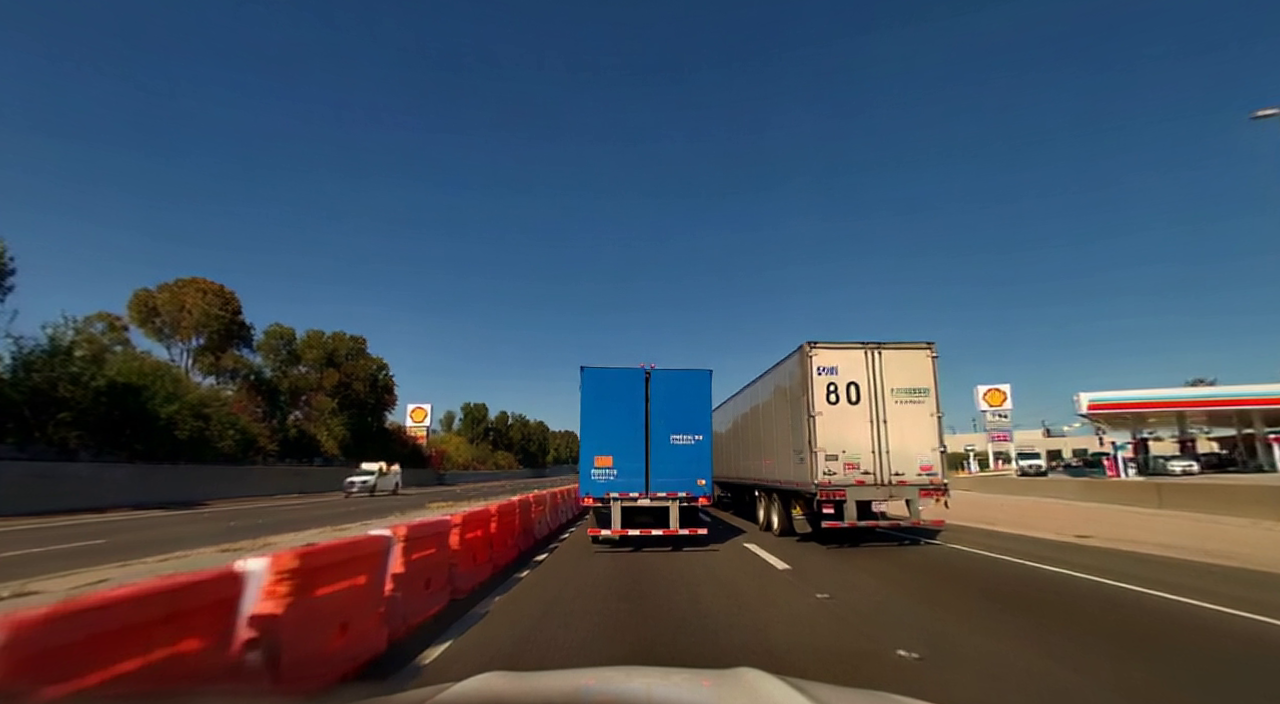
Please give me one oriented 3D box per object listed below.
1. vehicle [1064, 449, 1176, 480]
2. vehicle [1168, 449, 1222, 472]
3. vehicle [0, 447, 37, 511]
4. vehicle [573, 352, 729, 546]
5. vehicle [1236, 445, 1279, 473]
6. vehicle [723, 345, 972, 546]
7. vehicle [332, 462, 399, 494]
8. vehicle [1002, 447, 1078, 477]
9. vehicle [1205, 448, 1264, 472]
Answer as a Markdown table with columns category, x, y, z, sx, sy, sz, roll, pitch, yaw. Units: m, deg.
| category | x | y | z | sx | sy | sz | roll | pitch | yaw |
| --- | --- | --- | --- | --- | --- | --- | --- | --- | --- |
| vehicle | 24.582 | 5.820 | 32.526 | 1.762 | 1.470 | 4.485 | 3 | -11 | -10 |
| vehicle | 38.405 | 7.515 | 43.563 | 3.565 | 1.448 | 1.866 | 8 | -13 | -35 |
| vehicle | -50.252 | 9.777 | 49.505 | 17.220 | 4.382 | 2.913 | -9 | -14 | 44 |
| vehicle | 0.103 | 2.429 | 15.190 | 2.618 | 3.306 | 8.676 | 1 | -10 | -1 |
| vehicle | 36.344 | 6.206 | 36.257 | 4.315 | 1.469 | 1.823 | 8 | -12 | -33 |
| vehicle | 4.384 | 2.545 | 16.284 | 2.936 | 3.640 | 9.443 | 1 | -10 | -2 |
| vehicle | -16.872 | 7.765 | 39.017 | 1.981 | 1.824 | 4.637 | 1 | -10 | 0 |
| vehicle | 24.718 | 6.848 | 39.102 | 1.919 | 1.722 | 4.024 | 1 | -10 | -2 |
| vehicle | 37.830 | 6.905 | 40.033 | 4.208 | 1.429 | 1.820 | 8 | -13 | -35 |
